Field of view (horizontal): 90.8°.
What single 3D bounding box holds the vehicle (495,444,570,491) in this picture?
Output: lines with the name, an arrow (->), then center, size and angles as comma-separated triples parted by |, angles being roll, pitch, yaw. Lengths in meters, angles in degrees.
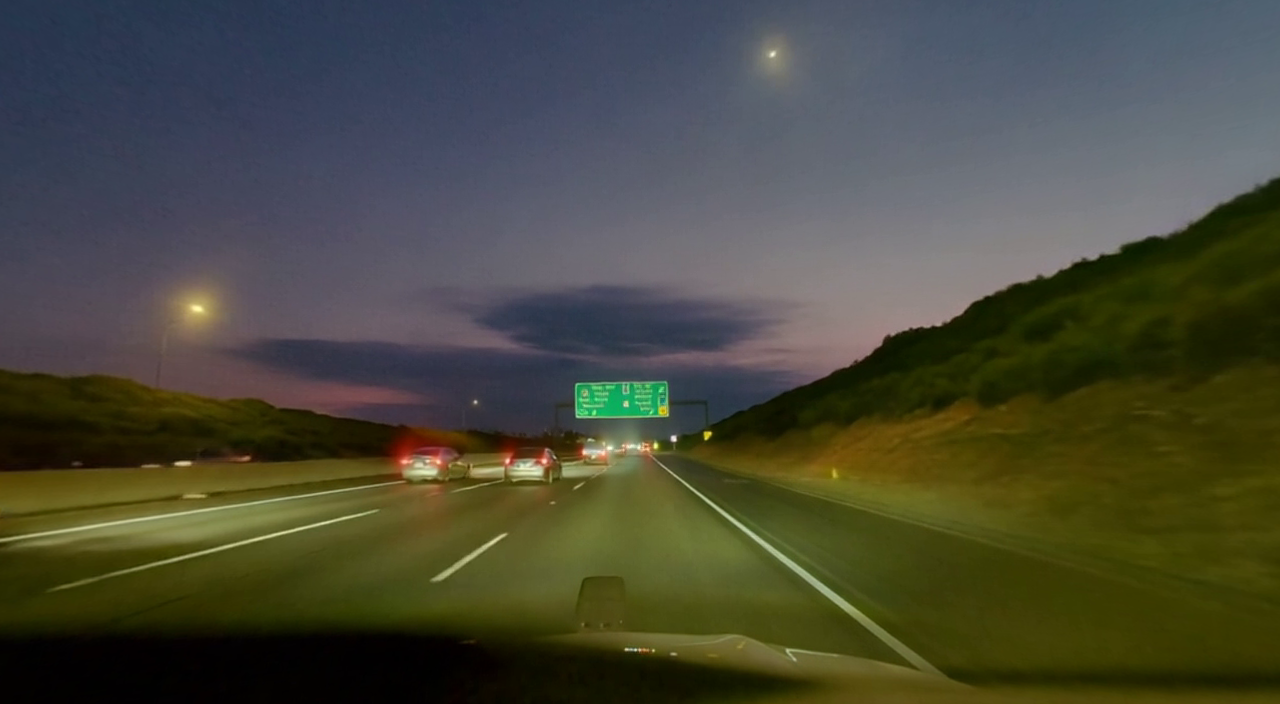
vehicle -> -3.610, 3.959, 21.930 | 1.924, 1.436, 3.915 | 0, -9, 0

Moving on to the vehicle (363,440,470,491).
vehicle -> -7.525, 3.856, 21.725 | 2.091, 1.558, 4.220 | 0, -9, 0
